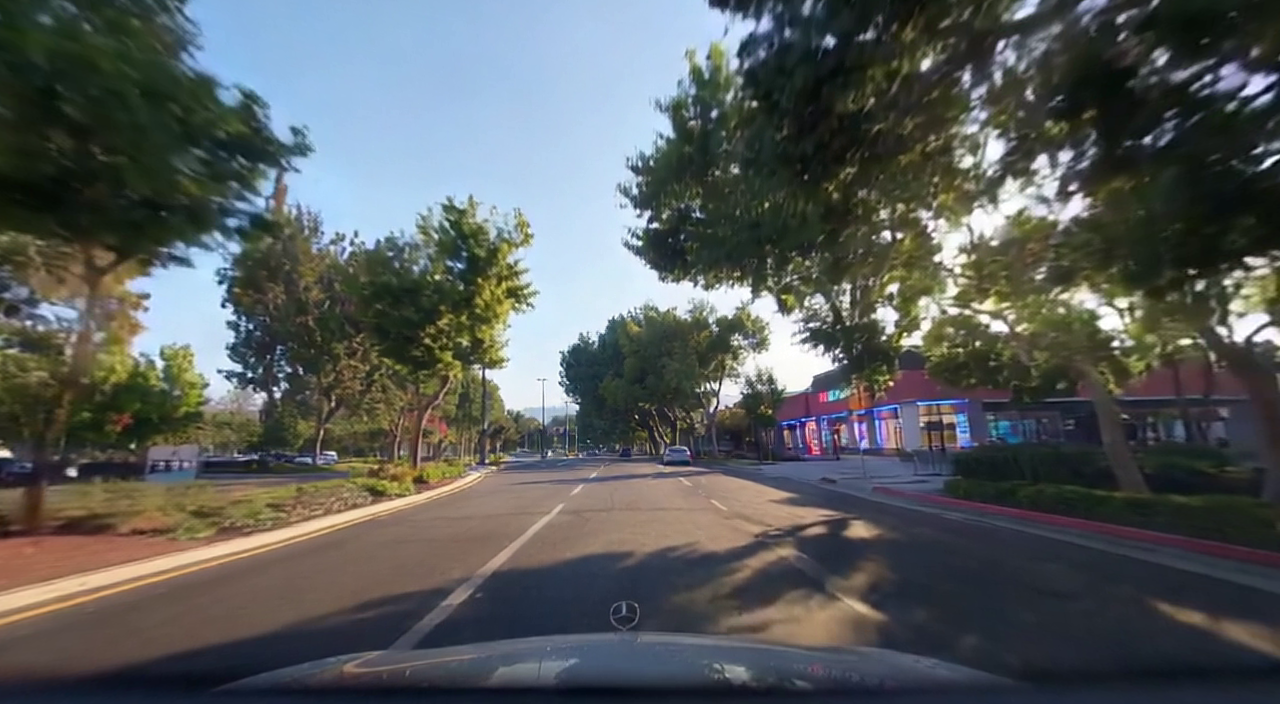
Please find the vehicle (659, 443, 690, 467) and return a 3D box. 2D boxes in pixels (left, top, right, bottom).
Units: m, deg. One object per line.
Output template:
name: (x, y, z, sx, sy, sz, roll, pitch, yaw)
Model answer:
vehicle: (2.568, 7.813, 47.763, 2.020, 1.681, 4.248, 0, -9, -2)
